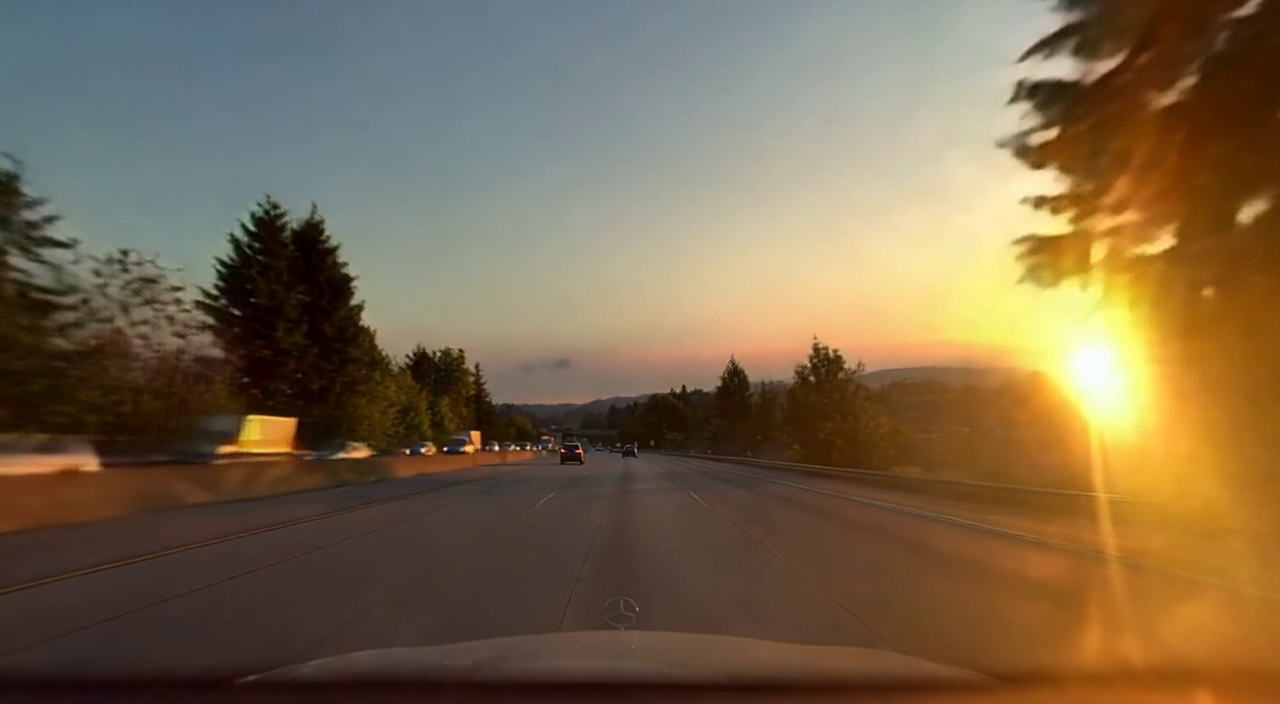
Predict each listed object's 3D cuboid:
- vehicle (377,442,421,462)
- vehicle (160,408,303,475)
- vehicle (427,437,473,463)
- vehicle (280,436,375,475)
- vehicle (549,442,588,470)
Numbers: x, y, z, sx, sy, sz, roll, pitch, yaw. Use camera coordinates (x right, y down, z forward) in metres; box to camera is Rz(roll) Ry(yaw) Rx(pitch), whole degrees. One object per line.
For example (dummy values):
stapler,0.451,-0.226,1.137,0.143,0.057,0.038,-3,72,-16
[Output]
vehicle,-19.015,7.932,49.644,1.907,1.516,4.127,0,-9,-1
vehicle,-17.632,3.962,27.595,2.363,2.579,5.795,0,-9,-1
vehicle,-13.682,7.101,45.356,1.956,1.714,4.432,0,-9,-1
vehicle,-12.775,4.263,25.929,1.862,1.487,4.033,0,-9,0
vehicle,-4.562,6.715,40.705,2.098,1.692,4.038,0,-9,-1
